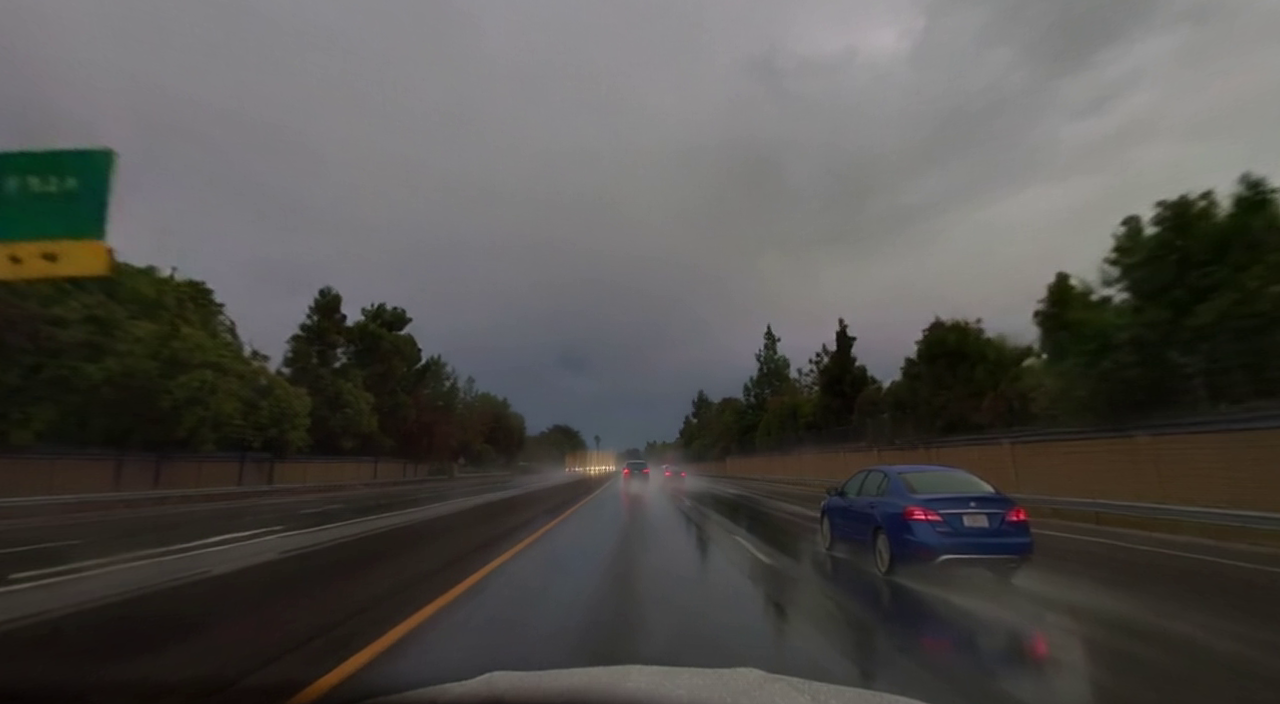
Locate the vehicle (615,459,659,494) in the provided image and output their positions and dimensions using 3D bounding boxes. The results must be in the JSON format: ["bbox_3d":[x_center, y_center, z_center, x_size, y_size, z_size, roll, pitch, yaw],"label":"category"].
[{"bbox_3d":[-0.138,6.205,31.517,2.037,1.605,3.833,1,-11,0],"label":"vehicle"}]

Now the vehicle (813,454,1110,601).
[{"bbox_3d":[3.967,2.239,8.744,1.938,1.494,4.032,1,-11,-1],"label":"vehicle"}]
